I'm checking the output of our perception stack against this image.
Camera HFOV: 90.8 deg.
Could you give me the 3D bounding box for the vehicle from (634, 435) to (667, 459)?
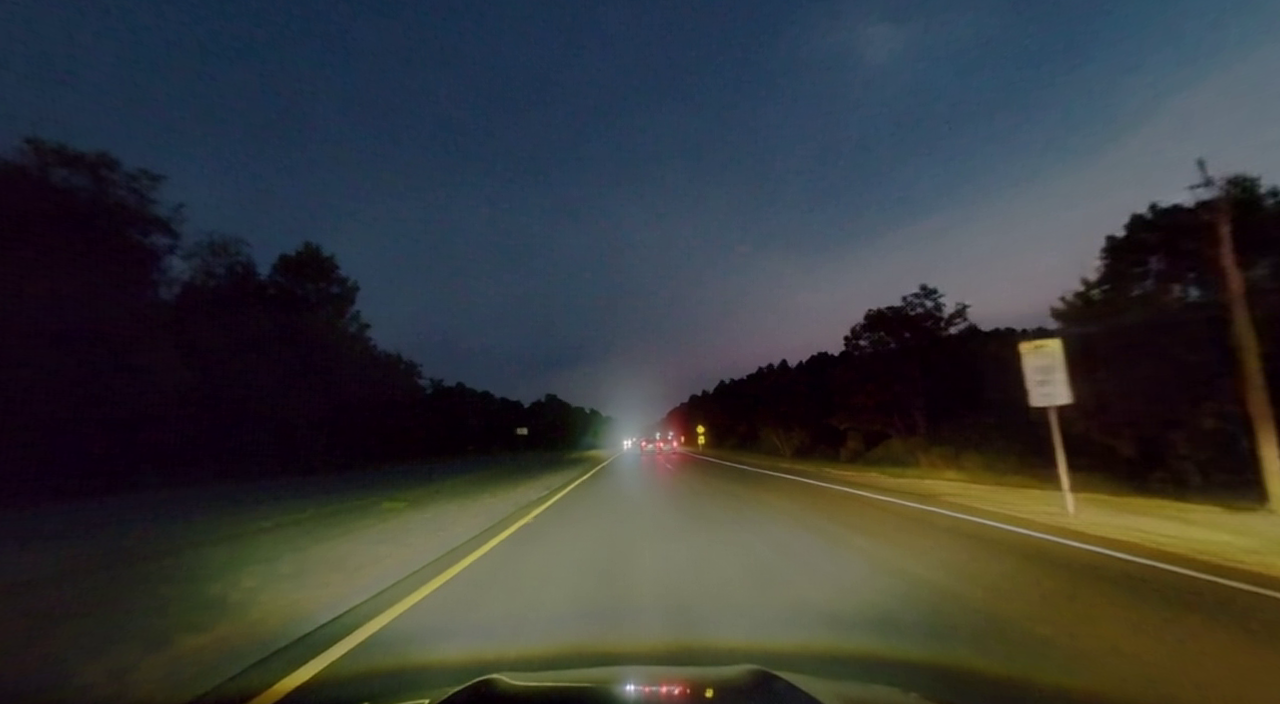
[{"bbox_3d":[0.744,7.283,48.282,2.183,1.744,4.424,0,-9,-4],"label":"vehicle"}]
